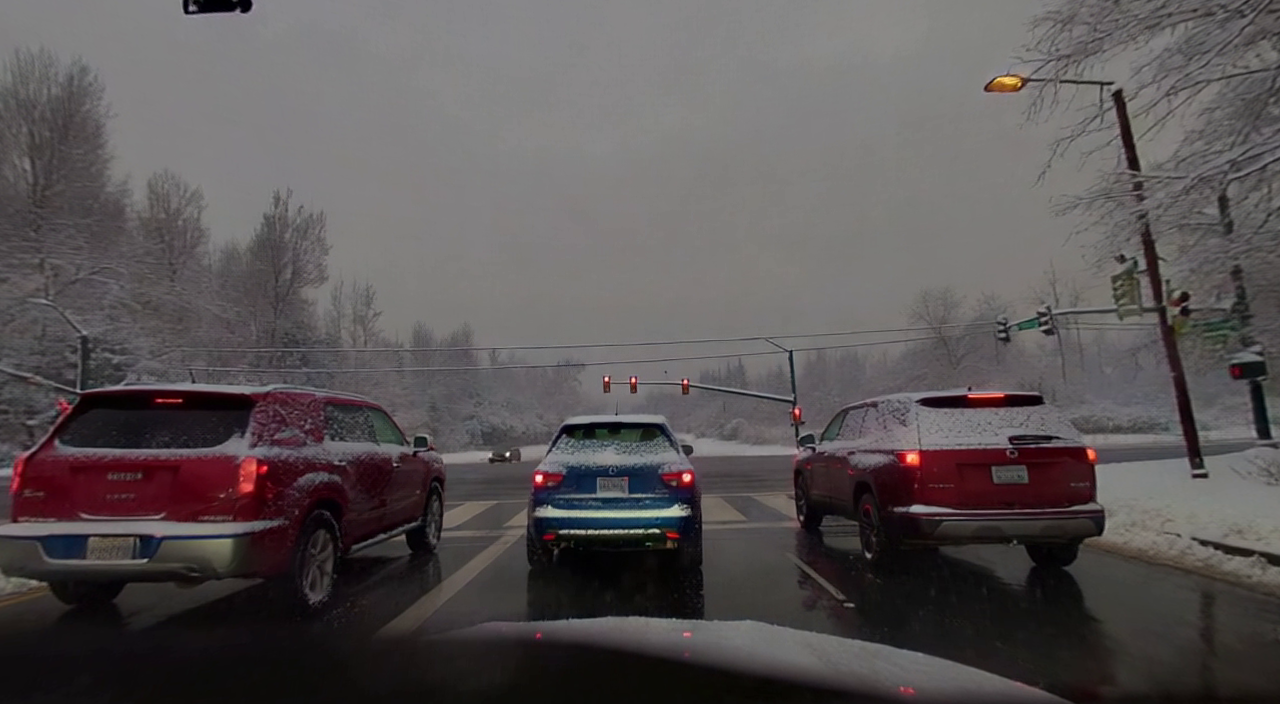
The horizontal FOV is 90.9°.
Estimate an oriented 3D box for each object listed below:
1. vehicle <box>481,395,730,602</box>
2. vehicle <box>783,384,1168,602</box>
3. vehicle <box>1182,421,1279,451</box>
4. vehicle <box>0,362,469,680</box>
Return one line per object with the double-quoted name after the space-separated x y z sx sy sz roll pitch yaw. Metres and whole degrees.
-0.232 1.513 7.308 2.067 1.702 3.987 0 -8 2 "vehicle"
3.269 1.485 7.498 2.083 1.779 4.532 0 -8 0 "vehicle"
32.801 4.652 34.755 4.175 1.634 1.877 1 -8 -4 "vehicle"
-3.274 1.284 5.893 2.047 1.810 4.414 0 -8 1 "vehicle"
